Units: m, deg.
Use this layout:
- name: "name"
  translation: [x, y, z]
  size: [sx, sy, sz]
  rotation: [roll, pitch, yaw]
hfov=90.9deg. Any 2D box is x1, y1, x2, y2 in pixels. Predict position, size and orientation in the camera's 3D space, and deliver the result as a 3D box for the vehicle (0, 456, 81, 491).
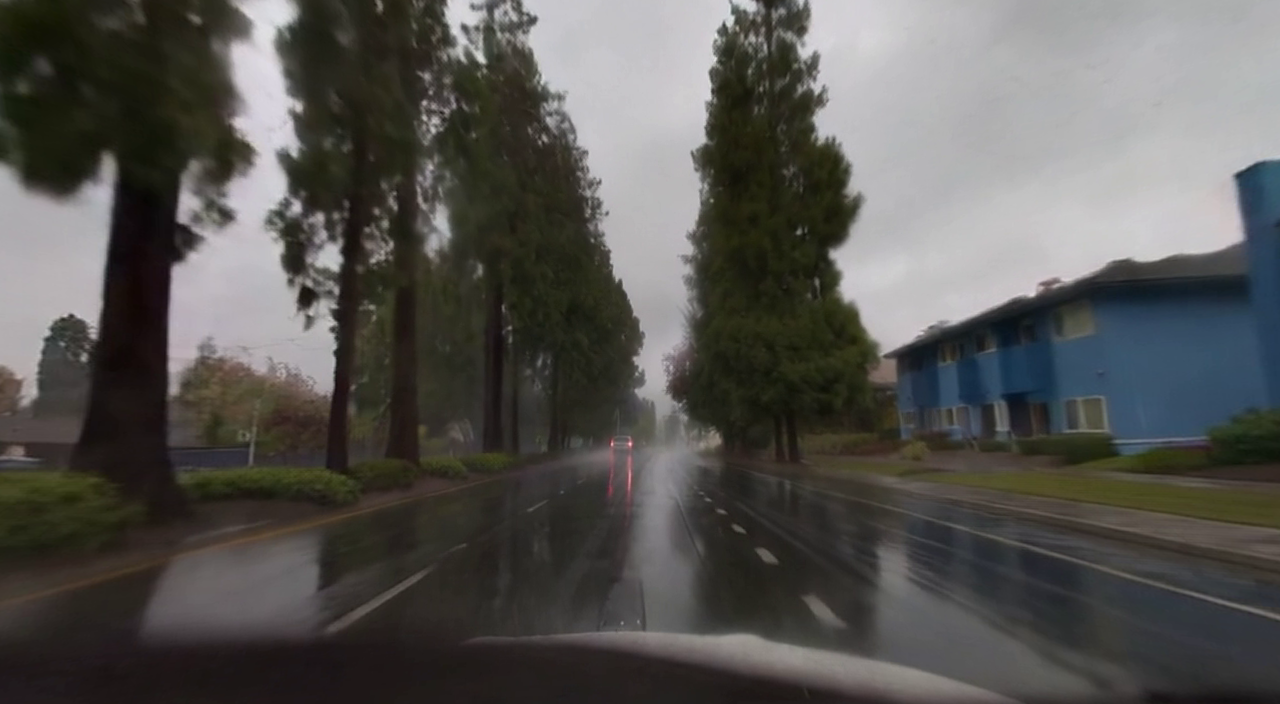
- name: "vehicle"
  translation: [-34.267, 6.745, 35.224]
  size: [2.036, 1.754, 4.177]
  rotation: [-1, -9, 1]
